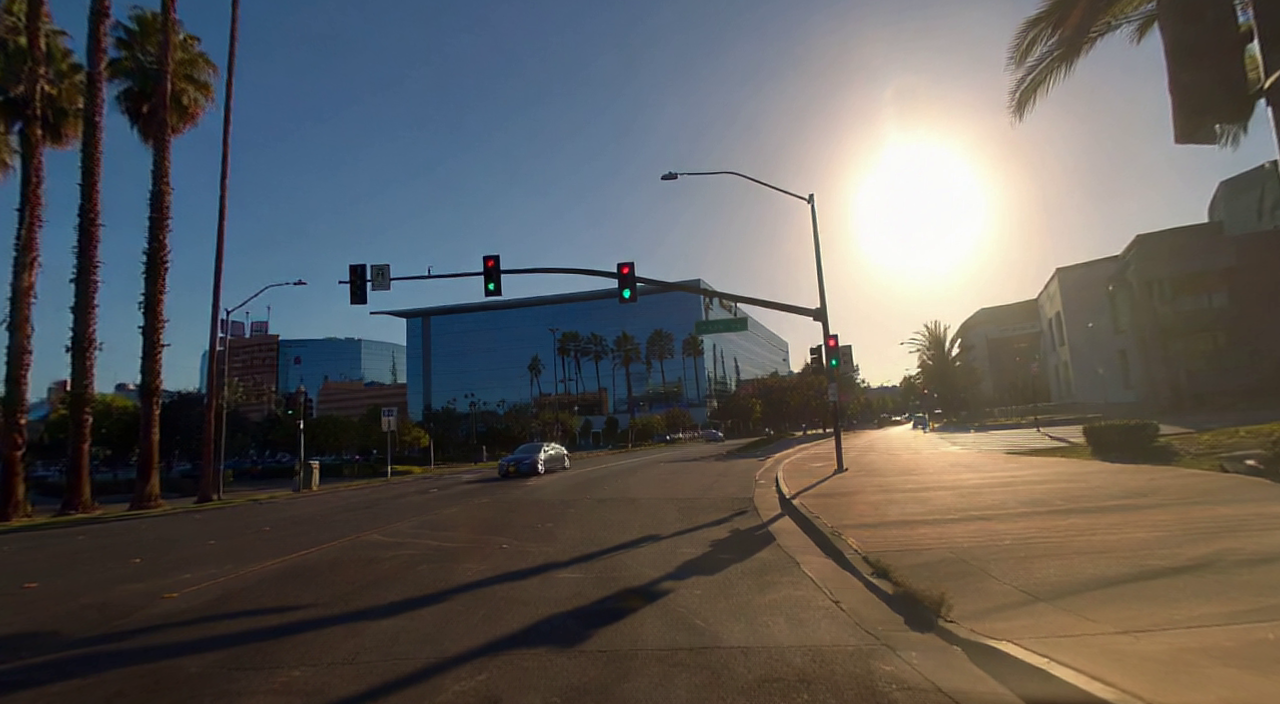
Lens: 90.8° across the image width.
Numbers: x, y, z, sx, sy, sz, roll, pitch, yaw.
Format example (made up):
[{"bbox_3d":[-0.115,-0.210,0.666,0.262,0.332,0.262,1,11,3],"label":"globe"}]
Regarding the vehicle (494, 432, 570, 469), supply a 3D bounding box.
[{"bbox_3d":[-5.631,5.228,33.651,2.181,1.792,4.648,-3,-9,16],"label":"vehicle"}]
